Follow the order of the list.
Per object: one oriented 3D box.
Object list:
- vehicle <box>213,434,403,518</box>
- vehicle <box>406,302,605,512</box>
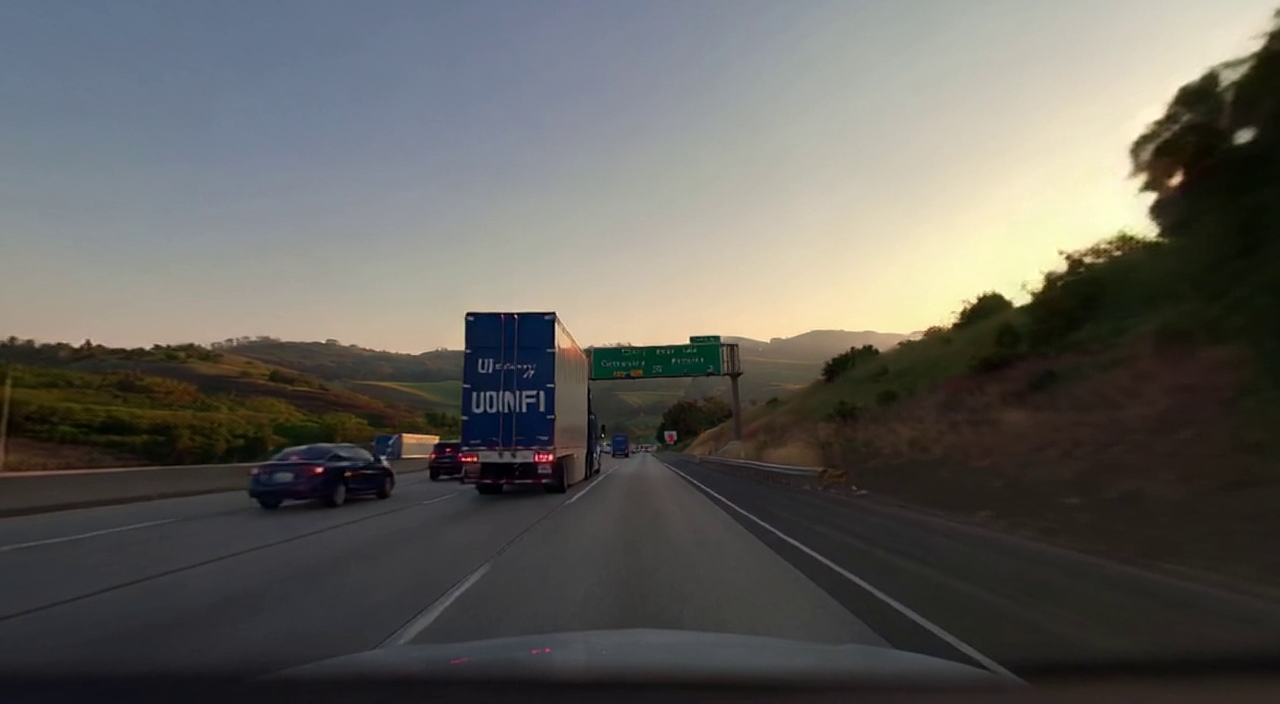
[{"bbox_3d":[-7.353,2.767,14.620,1.949,1.604,4.456,0,-9,0],"label":"vehicle"},{"bbox_3d":[-3.193,2.303,21.193,3.202,4.352,16.251,0,-9,0],"label":"vehicle"}]
